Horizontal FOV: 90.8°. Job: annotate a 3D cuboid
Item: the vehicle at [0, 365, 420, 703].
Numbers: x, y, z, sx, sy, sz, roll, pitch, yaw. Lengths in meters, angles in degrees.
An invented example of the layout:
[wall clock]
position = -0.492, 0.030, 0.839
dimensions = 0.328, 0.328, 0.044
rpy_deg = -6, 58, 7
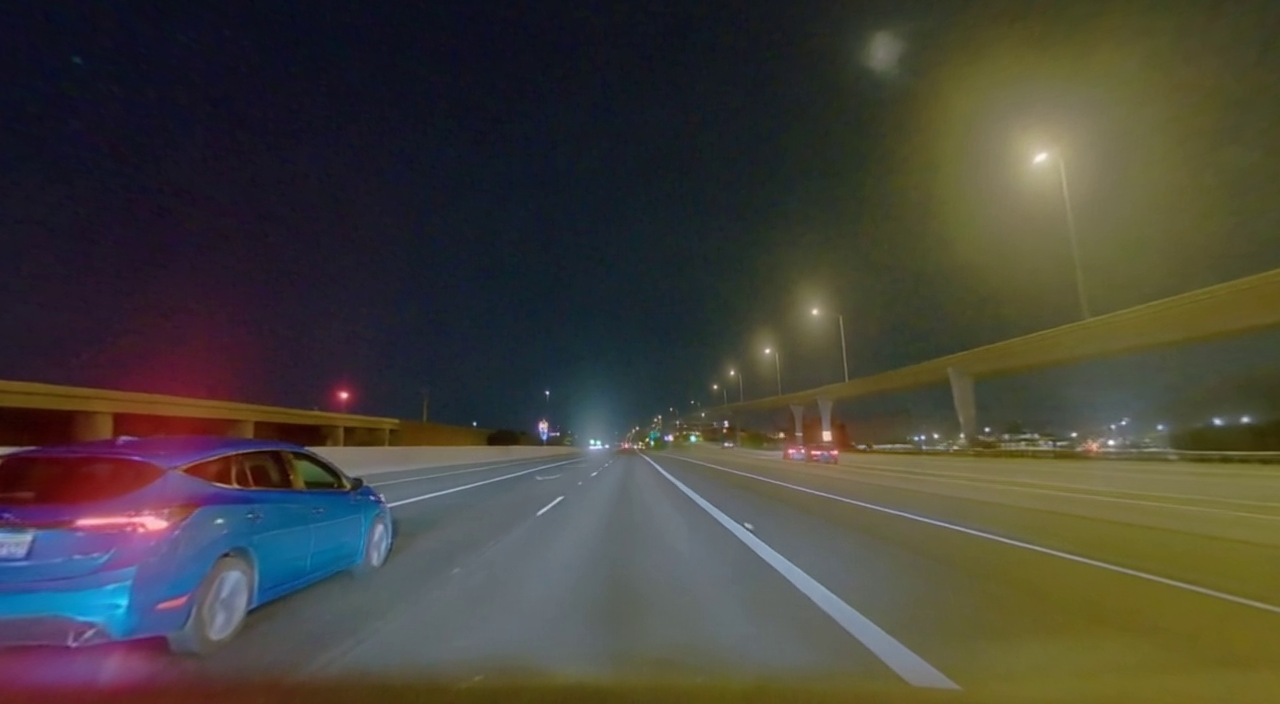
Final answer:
[vehicle]
position = -3.561, 1.218, 4.894
dimensions = 2.178, 1.699, 4.321
rpy_deg = 0, -8, -1
